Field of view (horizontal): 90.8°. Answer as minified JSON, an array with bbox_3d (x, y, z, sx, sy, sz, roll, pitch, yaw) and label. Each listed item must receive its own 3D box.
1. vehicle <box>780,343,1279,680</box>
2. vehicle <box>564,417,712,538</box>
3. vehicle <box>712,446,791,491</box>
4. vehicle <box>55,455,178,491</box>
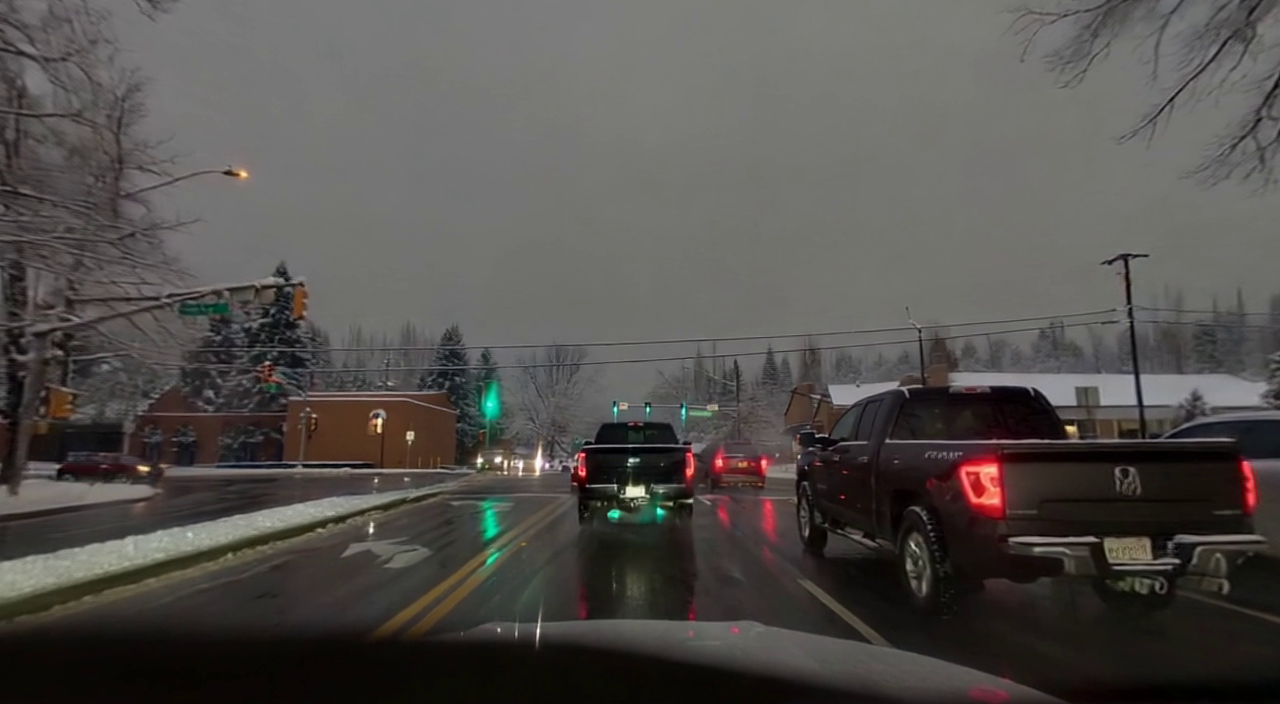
[{"bbox_3d":[3.315,1.331,6.561,2.412,1.953,5.682,0,-9,0],"label":"vehicle"},{"bbox_3d":[-0.094,2.285,12.162,2.240,1.821,5.001,0,-9,-2],"label":"vehicle"},{"bbox_3d":[3.935,4.163,23.052,1.995,1.456,4.372,0,-9,-1],"label":"vehicle"},{"bbox_3d":[-26.586,6.123,32.304,4.437,1.669,1.936,5,-10,-30],"label":"vehicle"}]
